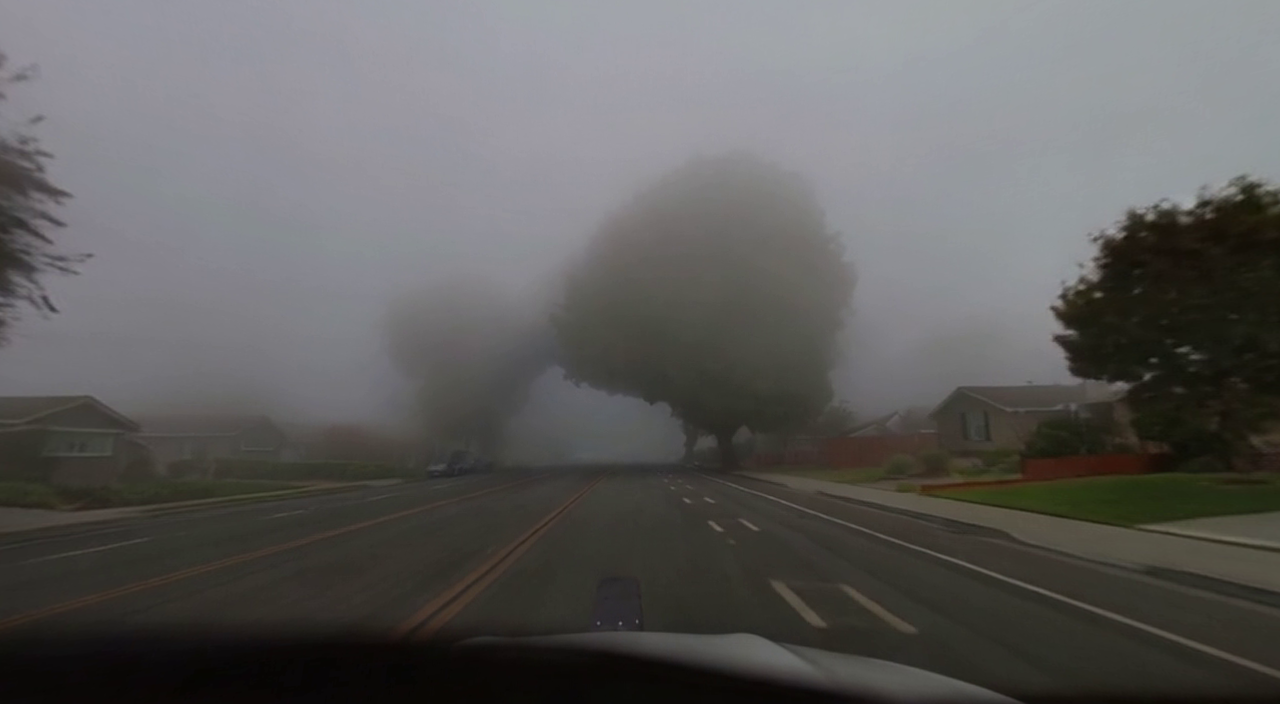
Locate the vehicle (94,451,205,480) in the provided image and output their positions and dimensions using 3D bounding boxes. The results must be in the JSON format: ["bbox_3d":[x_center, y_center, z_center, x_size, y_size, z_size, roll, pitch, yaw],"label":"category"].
[{"bbox_3d":[-27.906,6.455,36.037,4.551,1.556,2.061,0,-9,-1],"label":"vehicle"}]
